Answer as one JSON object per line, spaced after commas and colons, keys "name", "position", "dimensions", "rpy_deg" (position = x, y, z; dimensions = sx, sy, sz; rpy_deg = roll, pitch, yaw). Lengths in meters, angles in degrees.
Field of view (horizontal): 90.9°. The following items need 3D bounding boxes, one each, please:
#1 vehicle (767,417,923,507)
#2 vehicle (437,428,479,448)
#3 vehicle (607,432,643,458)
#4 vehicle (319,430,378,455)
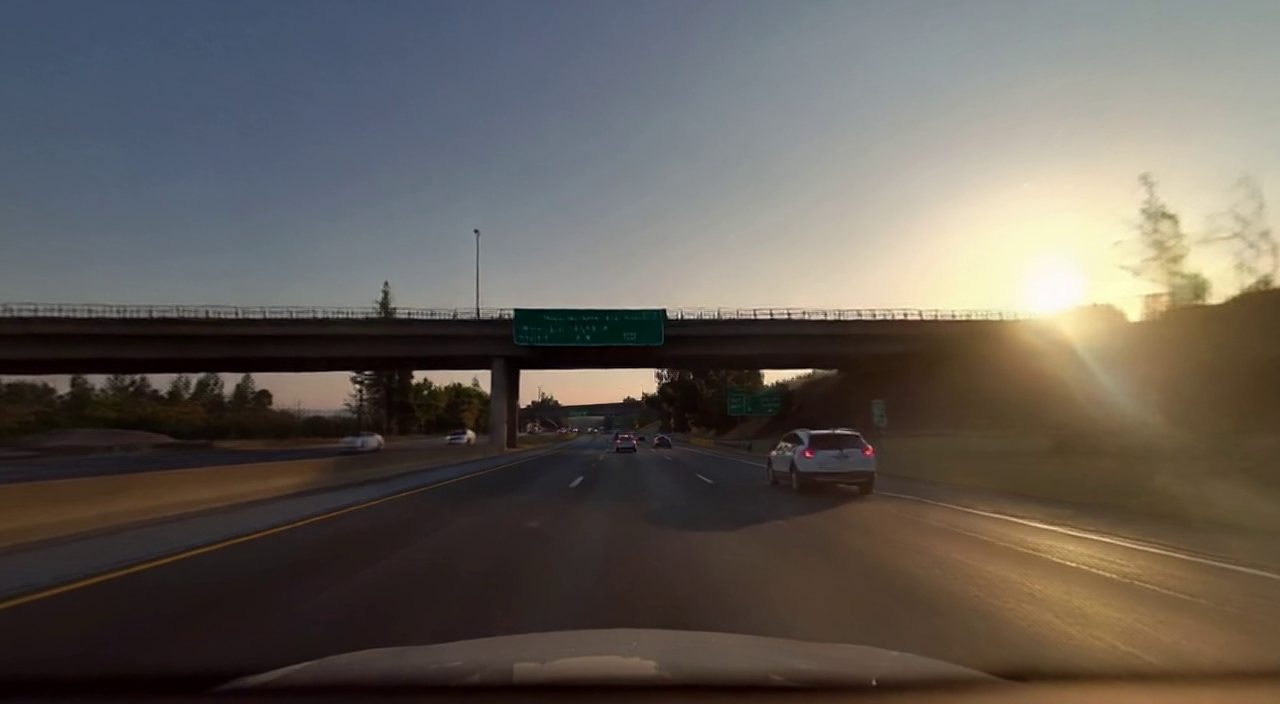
{"name": "vehicle", "position": [4.064, 2.230, 13.234], "dimensions": [1.892, 1.600, 3.782], "rpy_deg": [0, -8, -1]}
{"name": "vehicle", "position": [-14.107, 6.710, 49.067], "dimensions": [2.017, 1.493, 4.377], "rpy_deg": [0, -8, -1]}
{"name": "vehicle", "position": [-0.899, 5.495, 37.273], "dimensions": [1.987, 1.440, 3.565], "rpy_deg": [0, -8, -1]}
{"name": "vehicle", "position": [-17.864, 5.557, 38.777], "dimensions": [1.753, 1.452, 4.018], "rpy_deg": [0, -8, -1]}
